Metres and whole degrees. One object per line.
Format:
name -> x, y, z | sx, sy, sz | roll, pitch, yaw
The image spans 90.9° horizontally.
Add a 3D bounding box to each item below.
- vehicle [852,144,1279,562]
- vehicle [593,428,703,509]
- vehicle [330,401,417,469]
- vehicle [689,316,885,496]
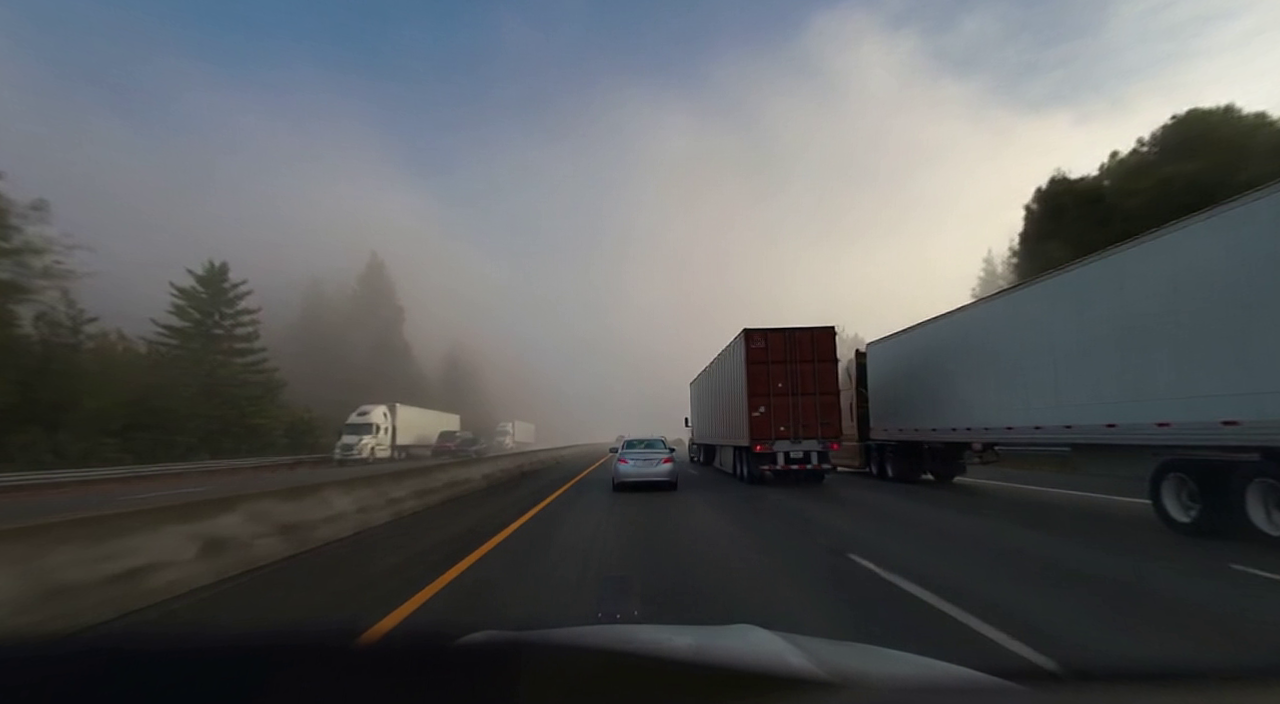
vehicle -> 8.120, 0.706, 11.801 | 3.110, 4.308, 14.260 | 0, -8, -1
vehicle -> 0.099, 2.412, 13.614 | 2.038, 1.477, 3.773 | 0, -8, -1
vehicle -> -17.011, 5.359, 40.747 | 2.962, 4.015, 5.938 | 0, -8, -1
vehicle -> 3.887, 2.131, 21.462 | 2.888, 4.099, 14.183 | 0, -8, -2
